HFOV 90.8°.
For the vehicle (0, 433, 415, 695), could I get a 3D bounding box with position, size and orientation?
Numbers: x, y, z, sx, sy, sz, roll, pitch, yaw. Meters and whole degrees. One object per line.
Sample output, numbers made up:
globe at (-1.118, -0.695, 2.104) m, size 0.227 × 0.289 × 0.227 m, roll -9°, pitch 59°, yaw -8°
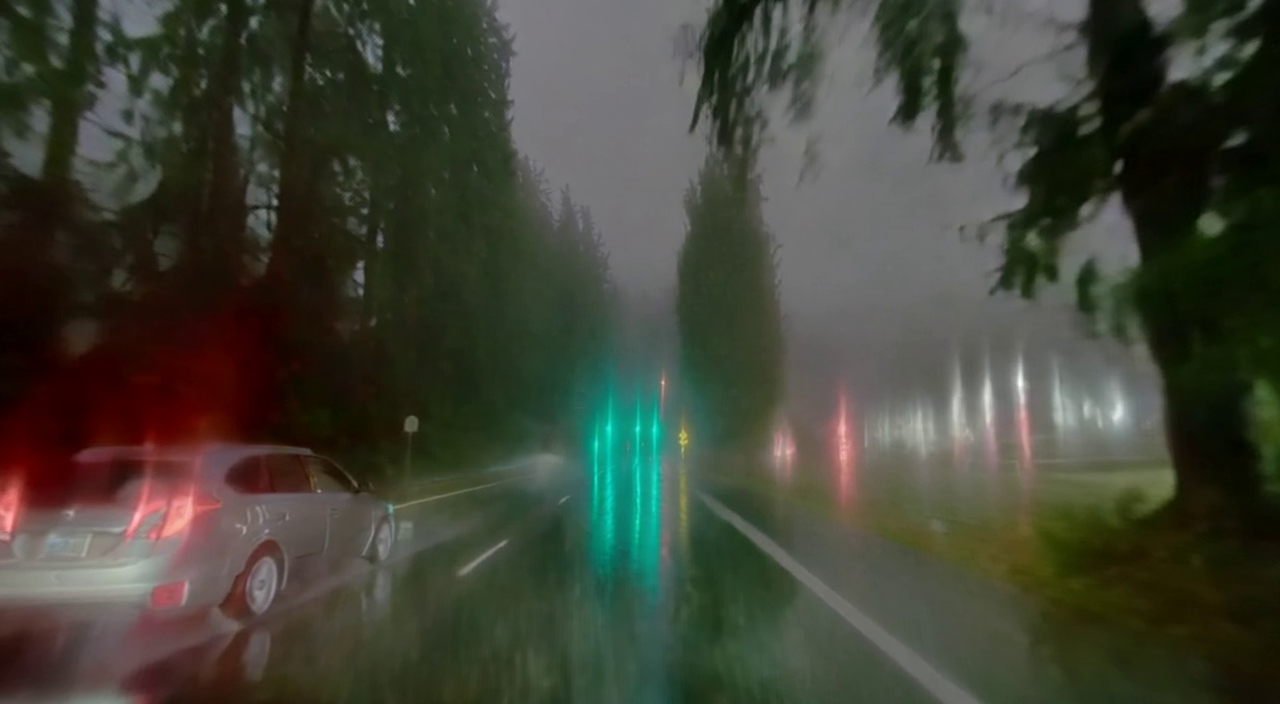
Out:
vehicle at (-3.779, 1.492, 5.660) m, size 1.946 × 1.437 × 4.154 m, roll 0°, pitch -8°, yaw 1°
